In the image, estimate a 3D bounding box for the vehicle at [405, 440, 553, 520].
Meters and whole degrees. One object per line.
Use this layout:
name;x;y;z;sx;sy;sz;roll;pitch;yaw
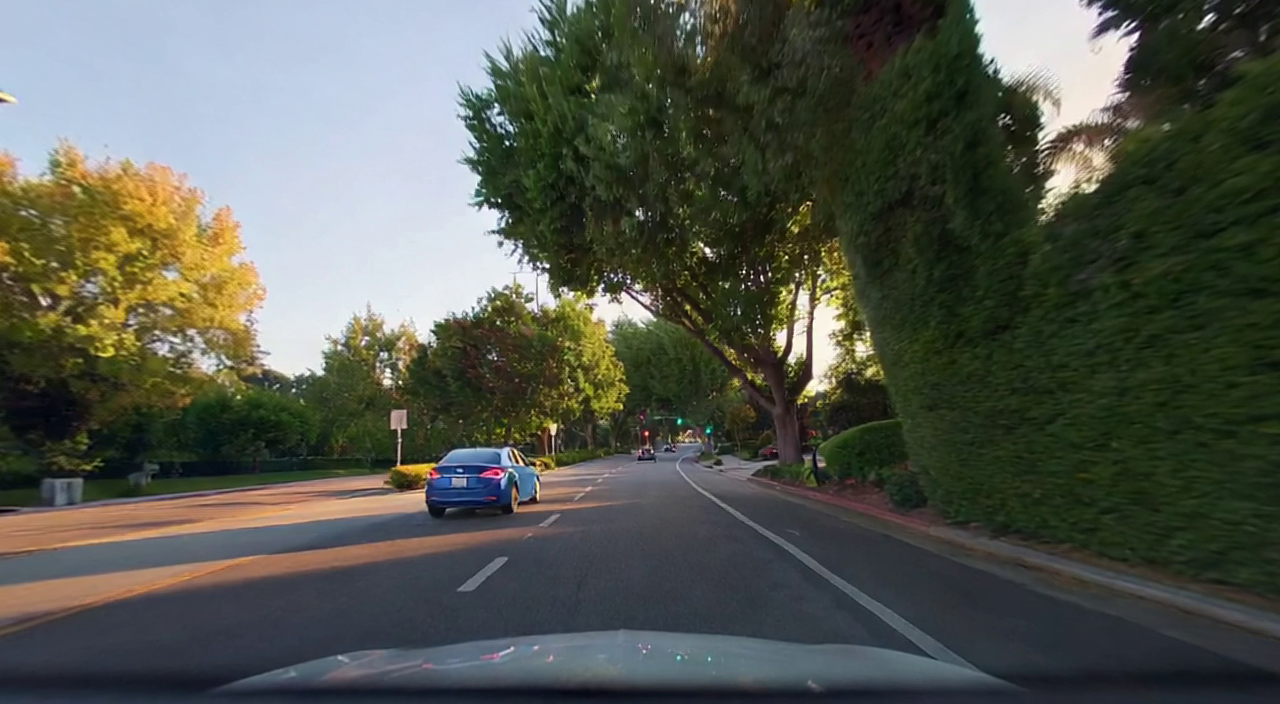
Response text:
vehicle;-3.370;2.782;14.322;2.038;1.486;4.678;0;-9;1
